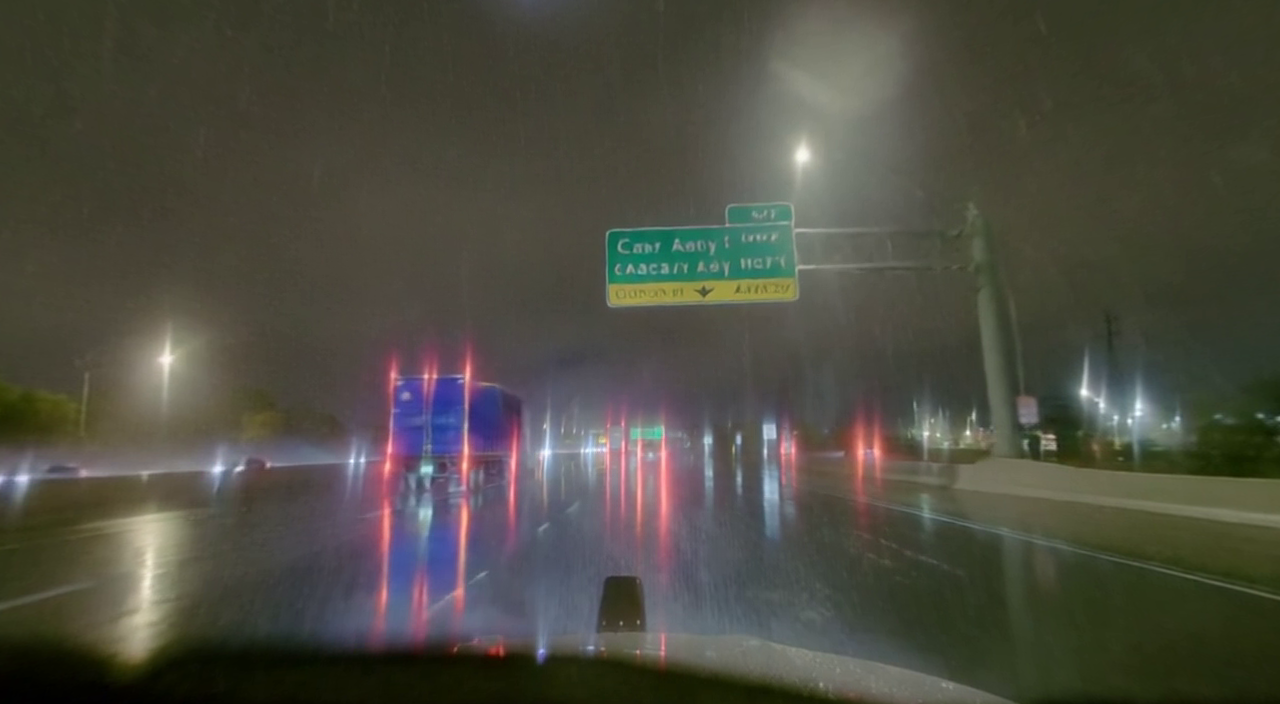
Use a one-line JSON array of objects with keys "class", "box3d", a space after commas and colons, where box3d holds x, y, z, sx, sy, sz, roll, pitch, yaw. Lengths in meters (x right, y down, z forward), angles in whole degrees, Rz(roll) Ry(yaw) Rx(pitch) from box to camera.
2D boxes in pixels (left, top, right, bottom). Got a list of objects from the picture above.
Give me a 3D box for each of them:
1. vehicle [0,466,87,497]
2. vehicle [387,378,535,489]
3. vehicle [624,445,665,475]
[{"class": "vehicle", "box3d": [-34.514, 7.306, 35.740, 1.808, 1.504, 4.837, 0, -9, 1]}, {"class": "vehicle", "box3d": [-7.127, 3.665, 27.471, 3.067, 3.804, 11.136, 0, -9, 1]}, {"class": "vehicle", "box3d": [0.209, 5.734, 33.729, 2.066, 1.469, 4.050, 0, -9, -1]}]
